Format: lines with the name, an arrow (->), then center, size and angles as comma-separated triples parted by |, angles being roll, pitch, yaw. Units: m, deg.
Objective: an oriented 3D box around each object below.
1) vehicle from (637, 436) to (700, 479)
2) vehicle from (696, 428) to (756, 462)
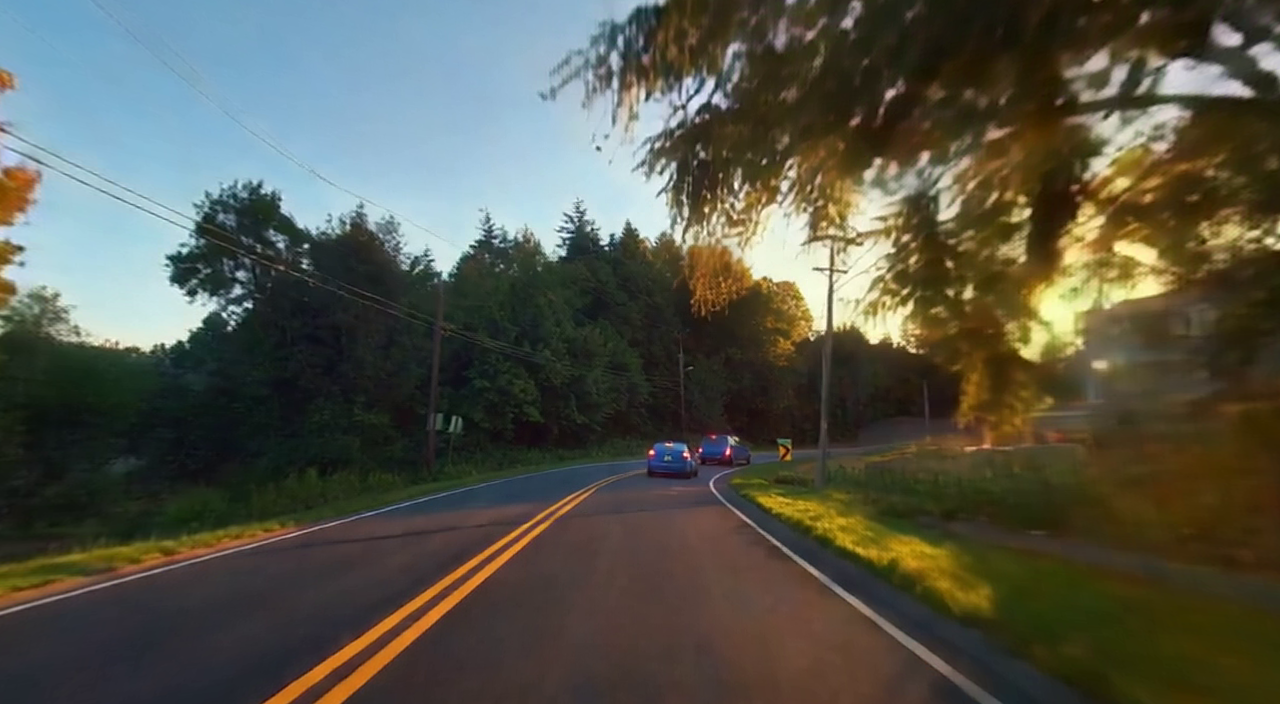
vehicle -> 1.254, 4.307, 25.989 | 2.157, 1.565, 4.243 | -1, -8, 8
vehicle -> 5.939, 6.320, 42.741 | 2.376, 2.145, 5.953 | -4, -9, 24
